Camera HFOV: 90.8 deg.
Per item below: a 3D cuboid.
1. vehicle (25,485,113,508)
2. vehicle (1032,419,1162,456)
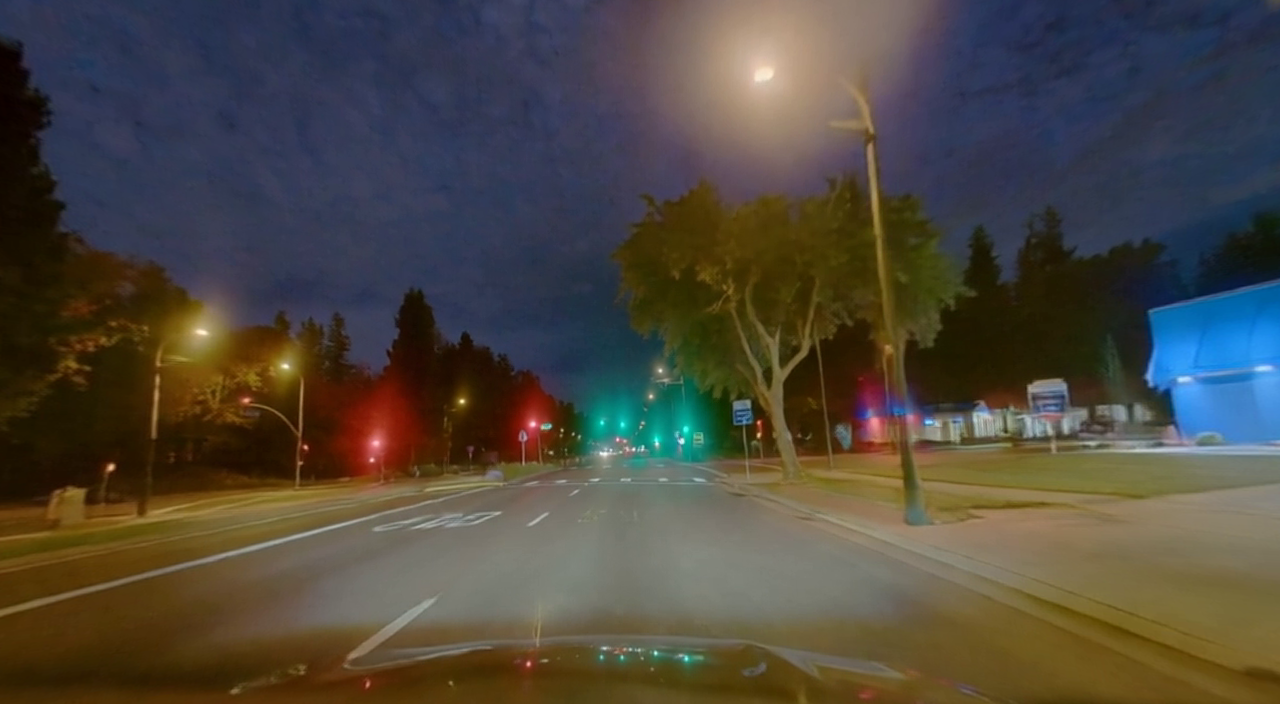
[{"bbox_3d":[-40.495,10.227,44.860,4.173,1.452,1.908,1,-9,-7],"label":"vehicle"},{"bbox_3d":[23.304,4.394,32.396,4.902,1.519,2.182,-3,-8,0],"label":"vehicle"}]
